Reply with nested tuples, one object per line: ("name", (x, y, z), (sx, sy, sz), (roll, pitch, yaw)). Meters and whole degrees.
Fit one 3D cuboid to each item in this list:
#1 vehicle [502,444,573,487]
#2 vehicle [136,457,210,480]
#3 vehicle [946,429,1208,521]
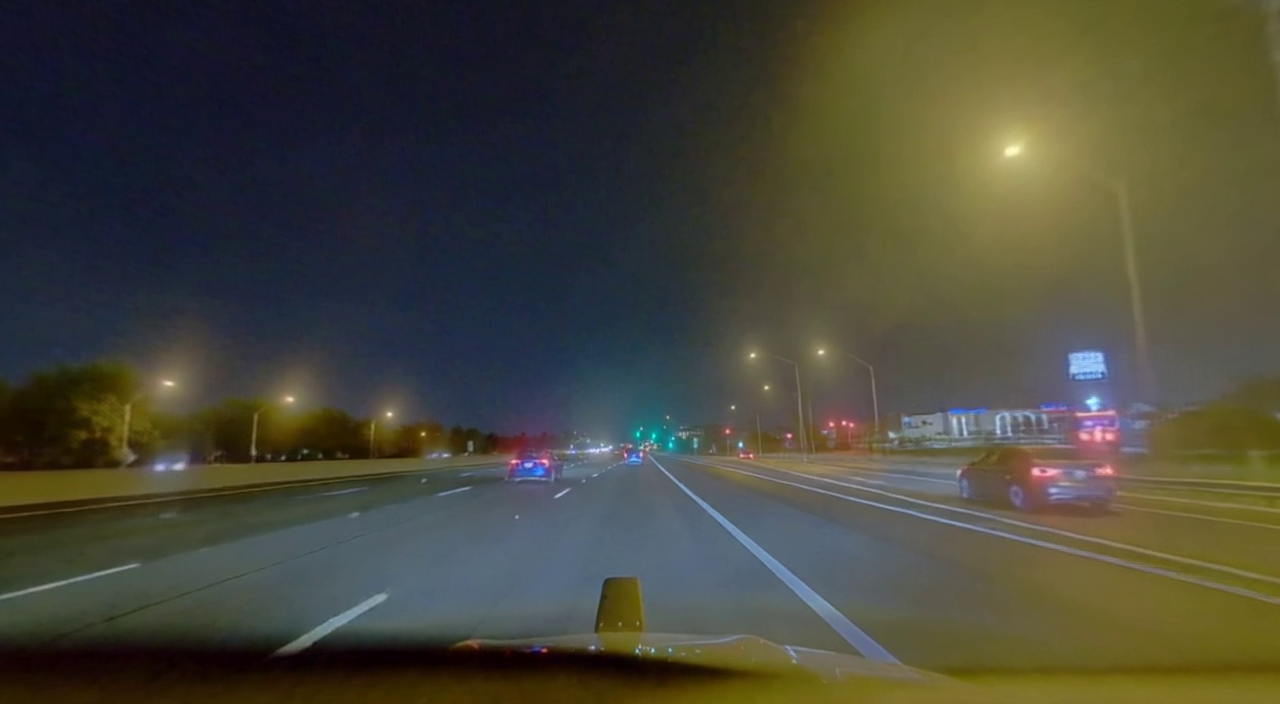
("vehicle", (-4.019, 4.536, 25.447), (2.071, 1.553, 4.388), (0, -9, 1))
("vehicle", (-36.292, 9.063, 49.123), (1.951, 1.658, 4.862), (0, -9, 2))
("vehicle", (8.900, 2.557, 13.673), (2.035, 1.566, 5.409), (0, -9, 3))
